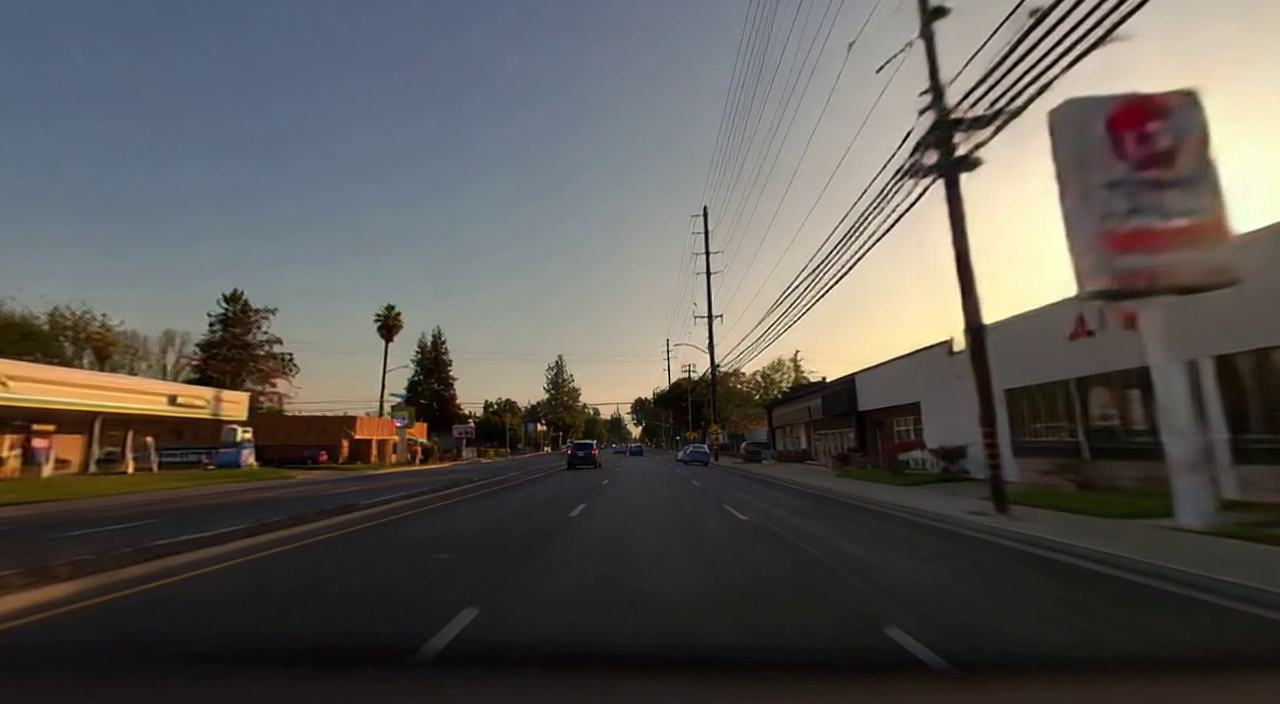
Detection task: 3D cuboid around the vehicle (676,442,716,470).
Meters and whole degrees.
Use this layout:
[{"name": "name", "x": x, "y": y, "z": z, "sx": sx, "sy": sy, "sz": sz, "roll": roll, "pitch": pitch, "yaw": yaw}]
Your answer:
[{"name": "vehicle", "x": 3.136, "y": 5.918, "z": 36.087, "sx": 1.978, "sy": 1.455, "sz": 4.195, "roll": 0, "pitch": -9, "yaw": 1}]

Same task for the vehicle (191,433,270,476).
[{"name": "vehicle", "x": -28.097, "y": 7.015, "z": 43.549, "sx": 2.230, "sy": 2.687, "sz": 5.908, "roll": 1, "pitch": -8, "yaw": -9}]

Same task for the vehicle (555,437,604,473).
[{"name": "vehicle", "x": -2.979, "y": 5.189, "z": 31.918, "sx": 2.047, "sy": 1.664, "sz": 4.148, "roll": 0, "pitch": -9, "yaw": 0}]
